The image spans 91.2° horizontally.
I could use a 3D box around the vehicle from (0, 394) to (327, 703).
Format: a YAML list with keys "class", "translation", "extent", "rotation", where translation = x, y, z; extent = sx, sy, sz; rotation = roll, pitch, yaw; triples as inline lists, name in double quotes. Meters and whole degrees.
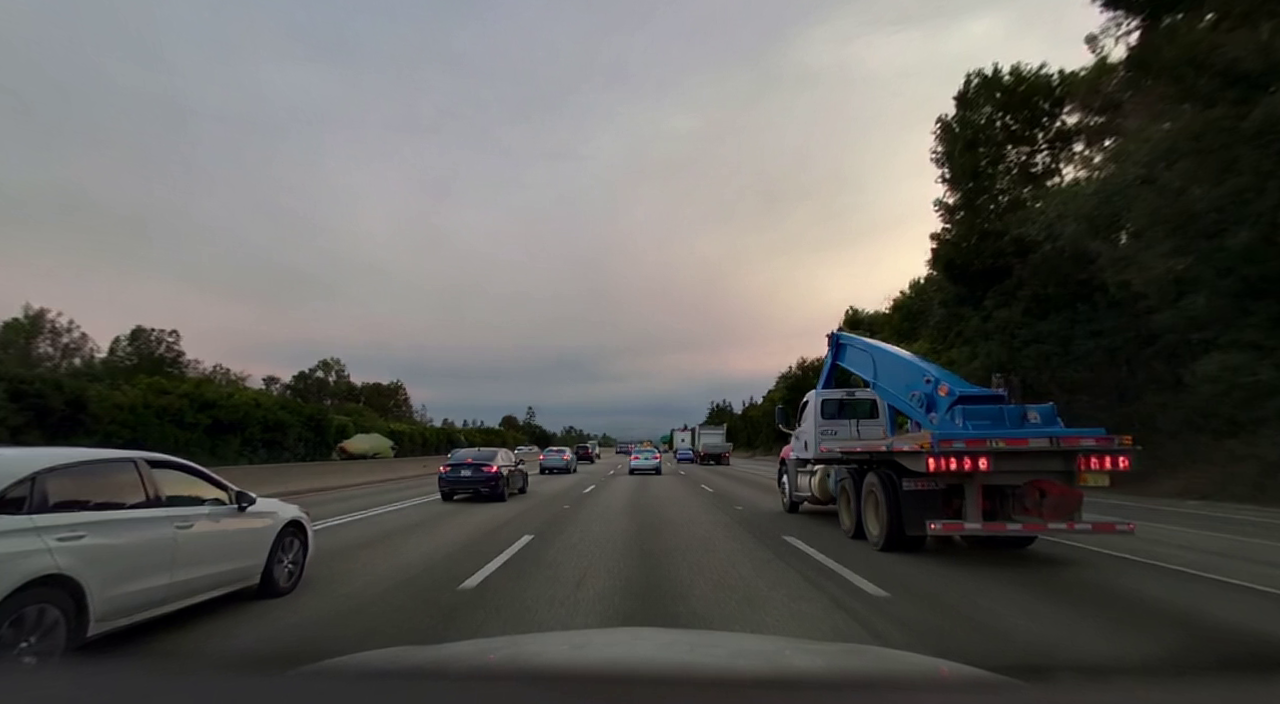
- class: "vehicle"
  translation: [-4.153, 1.166, 4.163]
  extent: [1.978, 1.556, 4.119]
  rotation: [0, -9, 0]

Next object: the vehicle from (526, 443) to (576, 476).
- class: "vehicle"
  translation: [-4.378, 5.359, 31.455]
  extent: [1.858, 1.527, 3.974]
  rotation: [0, -9, 1]

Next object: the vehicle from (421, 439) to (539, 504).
- class: "vehicle"
  translation: [-4.128, 3.172, 17.098]
  extent: [1.880, 1.507, 4.757]
  rotation: [-1, -9, 1]

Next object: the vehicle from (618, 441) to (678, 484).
- class: "vehicle"
  translation: [0.262, 4.229, 24.245]
  extent: [2.150, 1.498, 3.988]
  rotation: [0, -9, -1]

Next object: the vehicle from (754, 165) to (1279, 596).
- class: "vehicle"
  translation: [3.996, 0.800, 9.437]
  extent: [2.975, 3.618, 8.456]
  rotation: [0, -9, 0]

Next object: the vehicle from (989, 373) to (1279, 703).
- class: "vehicle"
  translation: [4.105, 0.812, 2.094]
  extent: [2.599, 1.631, 5.693]
  rotation: [0, -9, 0]

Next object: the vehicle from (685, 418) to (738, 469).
- class: "vehicle"
  translation: [4.352, 5.769, 39.325]
  extent: [2.416, 2.829, 7.016]
  rotation: [0, -9, -1]
